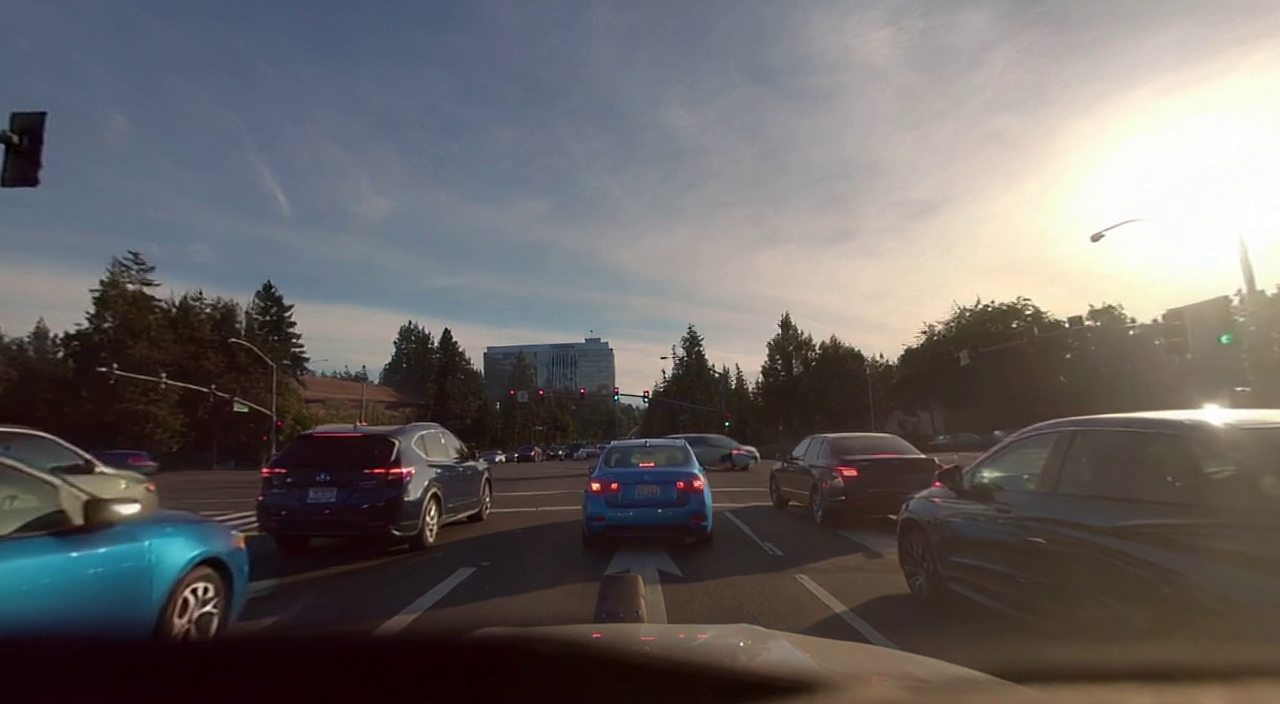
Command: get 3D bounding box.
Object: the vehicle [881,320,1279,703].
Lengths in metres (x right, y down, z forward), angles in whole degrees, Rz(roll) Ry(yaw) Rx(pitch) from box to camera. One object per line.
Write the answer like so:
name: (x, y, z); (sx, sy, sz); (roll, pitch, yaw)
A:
vehicle: (3.233, 0.922, 3.289); (2.178, 1.691, 4.314); (0, -9, -1)

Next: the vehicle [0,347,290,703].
vehicle: (-3.355, 0.759, 1.907); (2.034, 1.655, 4.465); (0, -9, 0)

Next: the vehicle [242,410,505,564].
vehicle: (-3.427, 1.828, 9.221); (1.958, 1.693, 4.242); (0, -9, 0)

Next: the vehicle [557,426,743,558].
vehicle: (0.056, 1.900, 9.275); (2.114, 1.482, 4.056); (0, -9, -2)

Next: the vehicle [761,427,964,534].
vehicle: (3.535, 2.132, 11.082); (1.874, 1.487, 4.404); (0, -9, -1)
